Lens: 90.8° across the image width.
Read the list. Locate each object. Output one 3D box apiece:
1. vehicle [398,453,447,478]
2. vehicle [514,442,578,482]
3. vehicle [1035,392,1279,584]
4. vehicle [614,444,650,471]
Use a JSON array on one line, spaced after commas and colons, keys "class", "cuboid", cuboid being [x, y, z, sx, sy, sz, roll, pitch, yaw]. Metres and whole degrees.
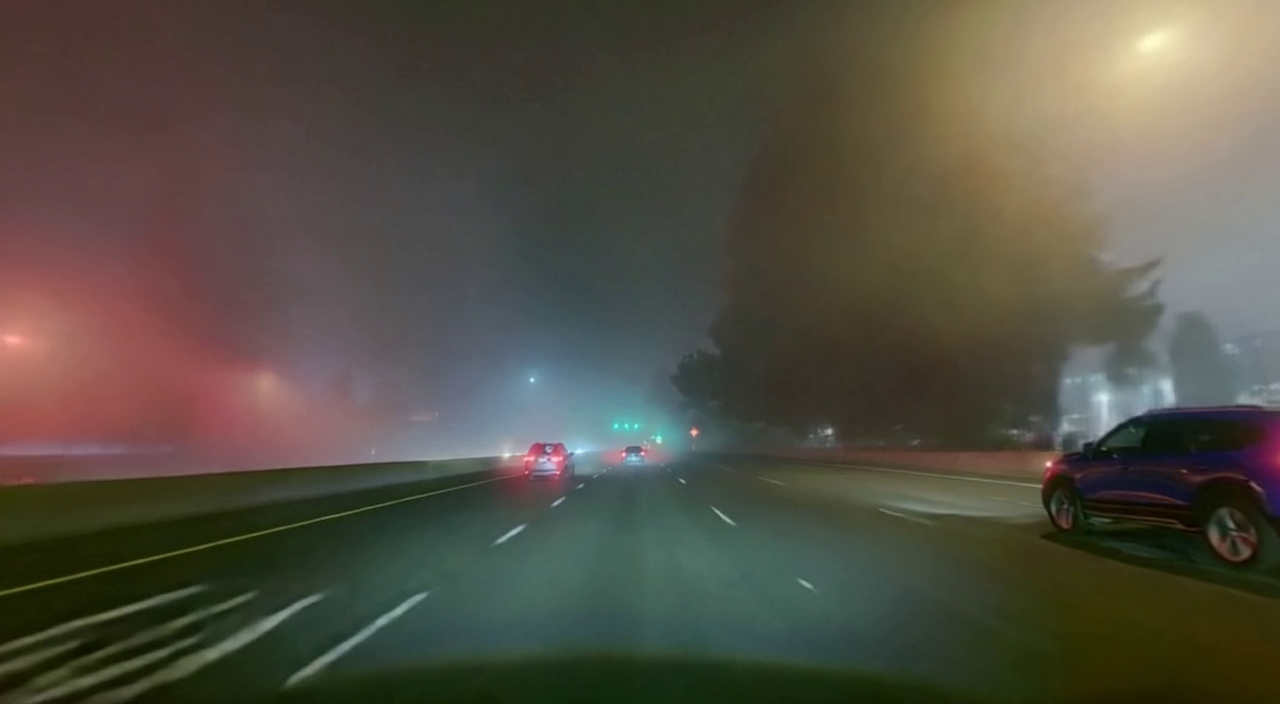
[{"class": "vehicle", "cuboid": [-13.789, 7.177, 40.239, 1.803, 1.466, 3.696, 0, -9, 0]}, {"class": "vehicle", "cuboid": [-3.763, 4.467, 26.015, 1.886, 1.465, 4.625, 0, -9, 0]}, {"class": "vehicle", "cuboid": [7.092, 1.470, 7.219, 2.028, 1.801, 4.741, 0, -8, -1]}, {"class": "vehicle", "cuboid": [-0.467, 6.114, 36.797, 1.997, 1.485, 4.094, 0, -8, 0]}]
